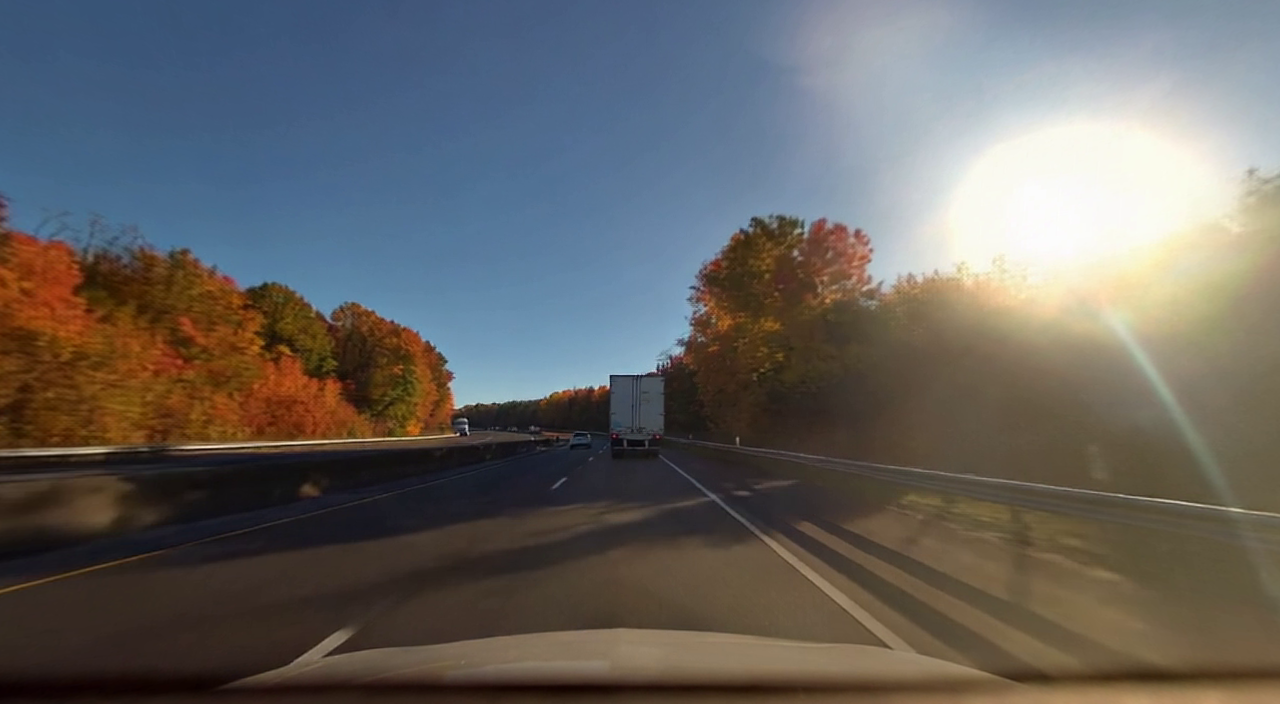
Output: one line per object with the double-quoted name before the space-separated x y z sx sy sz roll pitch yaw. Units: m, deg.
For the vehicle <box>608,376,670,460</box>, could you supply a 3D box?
"vehicle" -0.224 3.959 36.260 3.013 4.016 11.496 0 -8 -2
